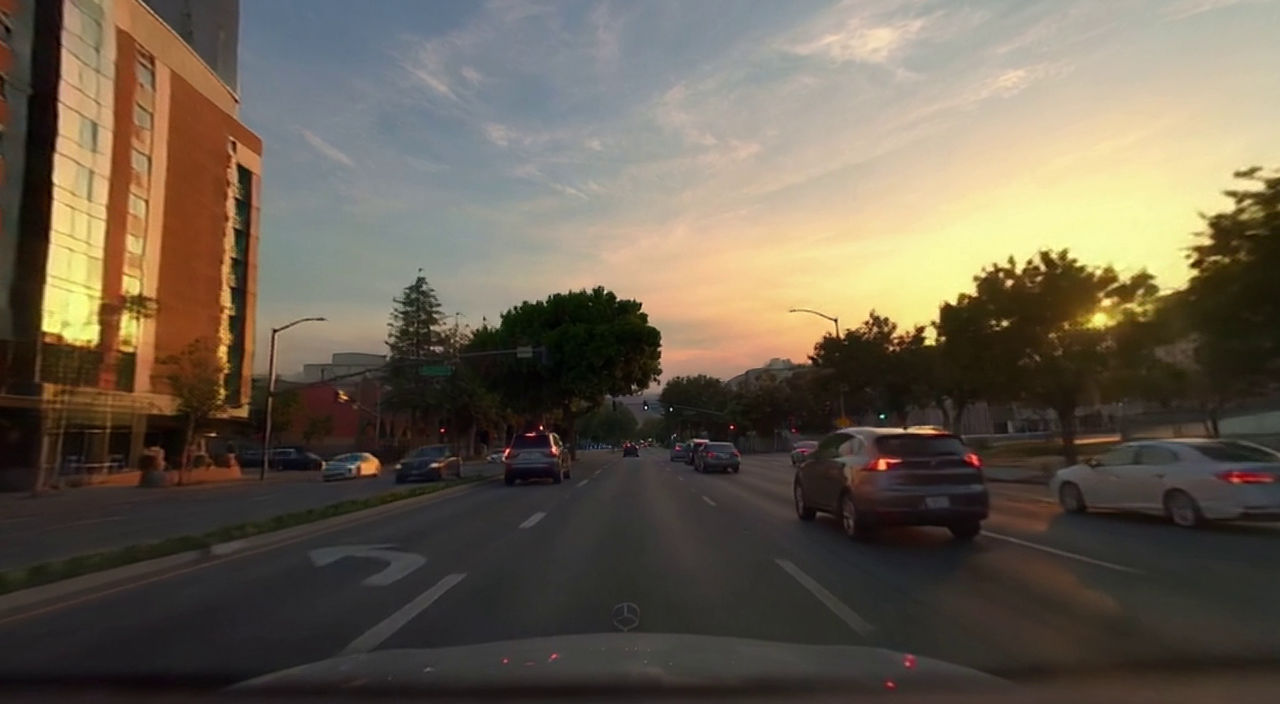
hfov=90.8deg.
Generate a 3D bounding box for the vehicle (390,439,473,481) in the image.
[{"bbox_3d":[-8.925,4.646,27.501,2.036,1.655,4.529,-1,-8,0],"label":"vehicle"}]

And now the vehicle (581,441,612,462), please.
[{"bbox_3d":[-3.173,7.413,47.272,2.032,1.442,4.336,0,-8,0],"label":"vehicle"}]

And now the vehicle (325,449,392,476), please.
[{"bbox_3d":[-17.566,6.906,39.631,2.067,1.512,4.533,-1,-8,1],"label":"vehicle"}]

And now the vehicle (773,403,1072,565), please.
[{"bbox_3d":[3.614,1.795,9.359,2.152,1.742,4.704,0,-8,-1],"label":"vehicle"}]

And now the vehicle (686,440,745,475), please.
[{"bbox_3d":[3.394,4.873,29.434,2.054,1.473,4.511,0,-8,-2],"label":"vehicle"}]

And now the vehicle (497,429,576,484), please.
[{"bbox_3d":[-3.644,3.777,23.050,2.155,1.797,3.989,-1,-8,1],"label":"vehicle"}]

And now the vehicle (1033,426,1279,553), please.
[{"bbox_3d":[8.668,1.989,9.939,1.944,1.503,4.723,-1,-8,0],"label":"vehicle"}]
